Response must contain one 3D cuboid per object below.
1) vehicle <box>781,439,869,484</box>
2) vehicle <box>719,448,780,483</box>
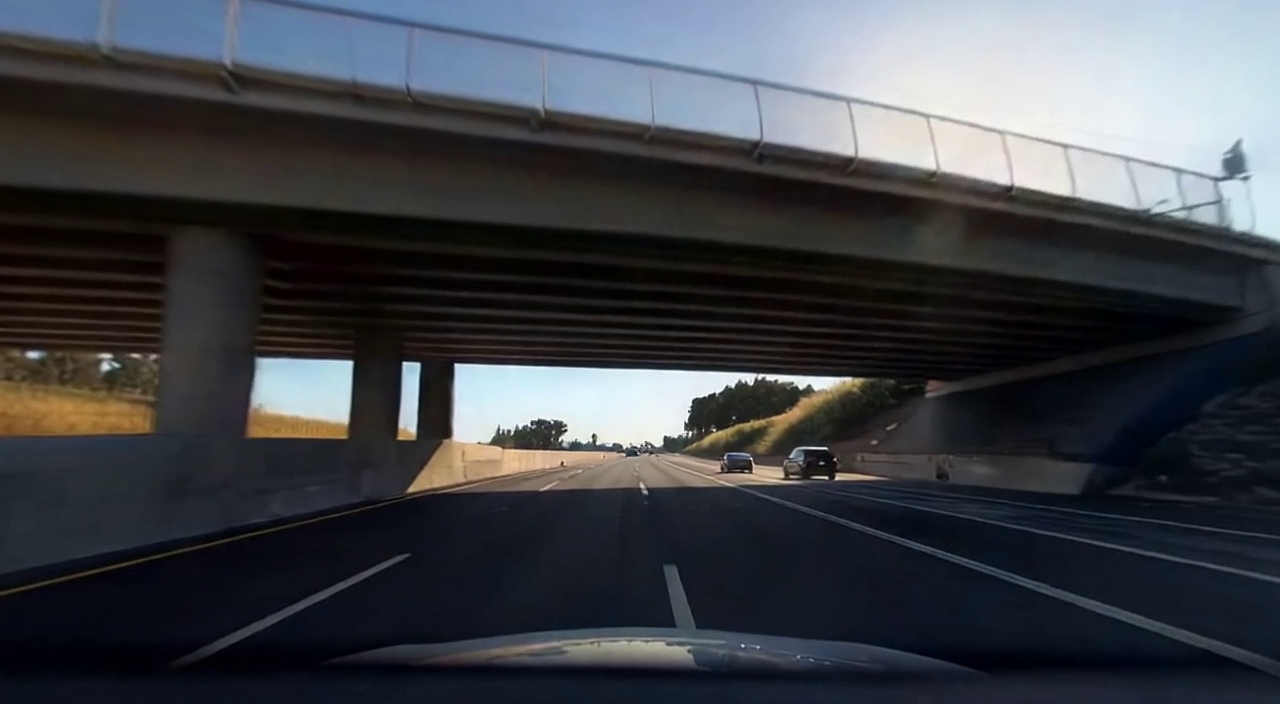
[{"bbox_3d":[8.731,5.222,30.329,2.387,1.936,5.646,0,-9,-1],"label":"vehicle"},{"bbox_3d":[5.228,5.487,30.729,2.053,1.553,4.463,0,-9,-1],"label":"vehicle"}]
